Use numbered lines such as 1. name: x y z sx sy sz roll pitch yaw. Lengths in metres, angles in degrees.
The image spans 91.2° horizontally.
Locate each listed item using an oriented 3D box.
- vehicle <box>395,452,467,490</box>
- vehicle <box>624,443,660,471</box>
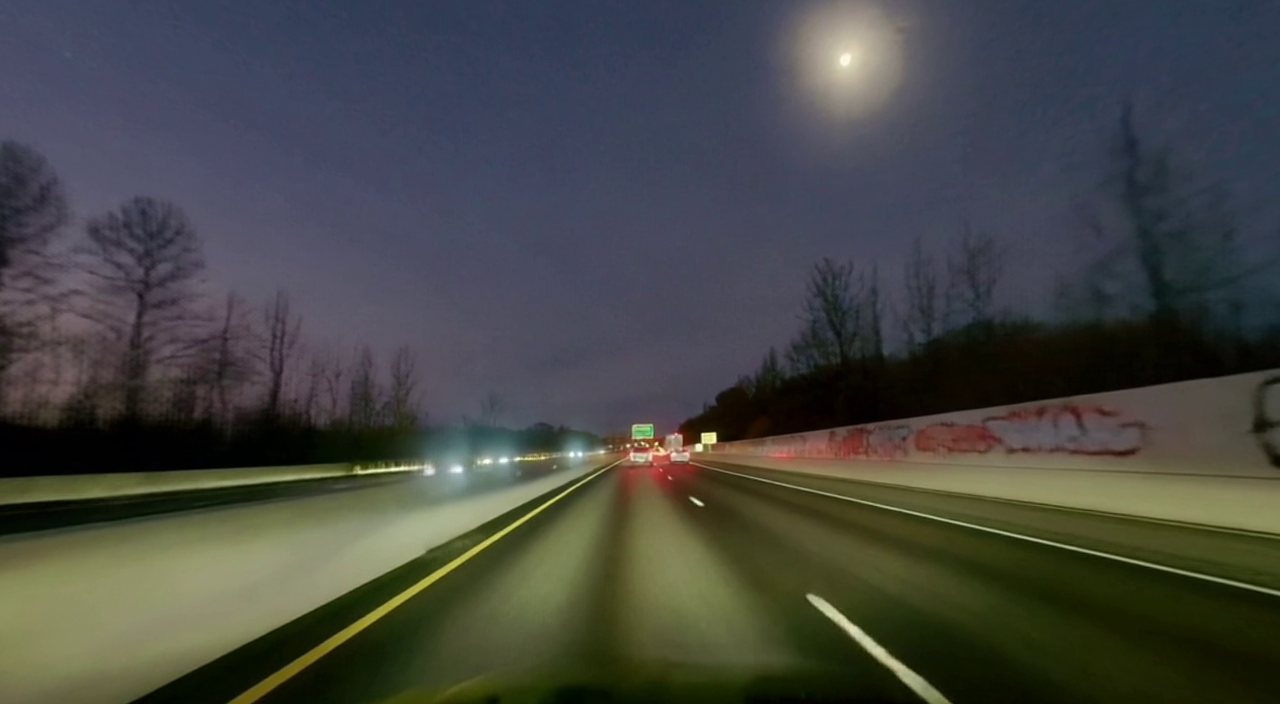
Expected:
1. vehicle: -9.343 5.316 28.327 1.894 1.513 4.009 0 -9 0
2. vehicle: 0.103 6.553 39.340 2.095 1.671 4.219 0 -9 -1
